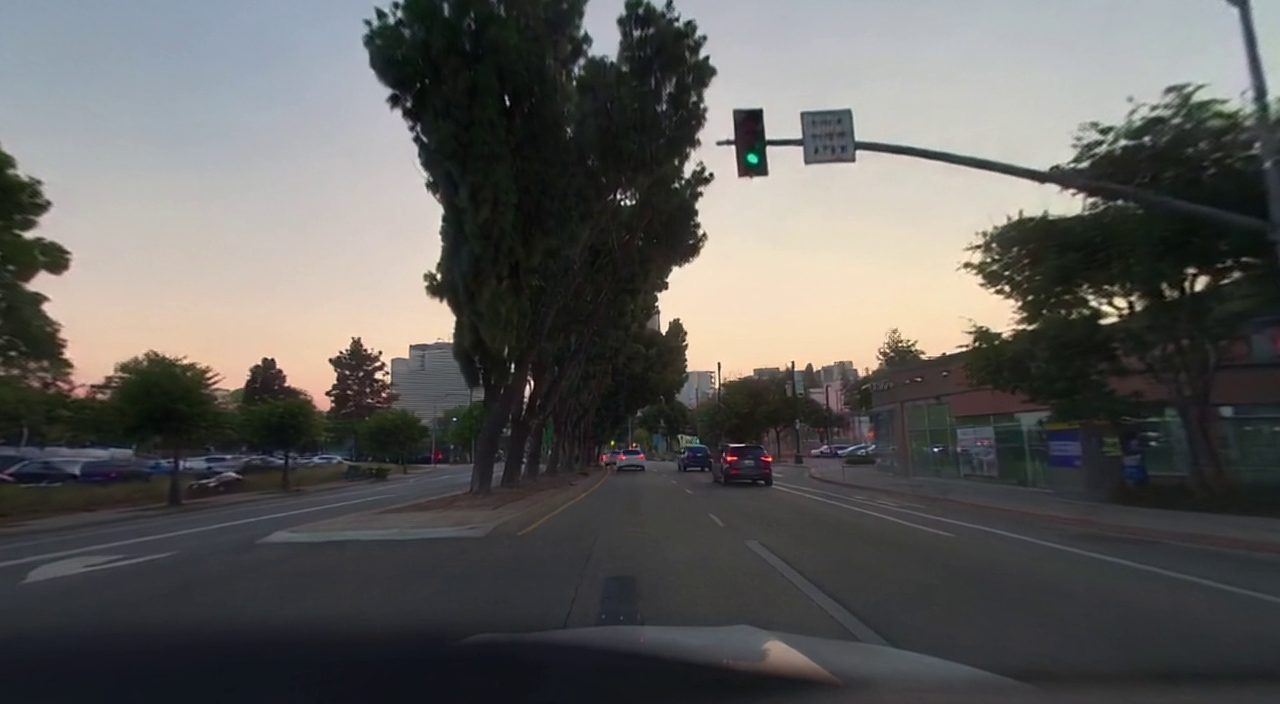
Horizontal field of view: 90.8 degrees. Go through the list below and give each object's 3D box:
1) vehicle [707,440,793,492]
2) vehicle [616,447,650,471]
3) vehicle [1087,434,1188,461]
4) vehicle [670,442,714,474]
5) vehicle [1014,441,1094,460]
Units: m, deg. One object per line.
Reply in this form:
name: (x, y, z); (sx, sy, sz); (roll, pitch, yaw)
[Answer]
vehicle: (3.661, 3.882, 21.808); (1.966, 1.596, 3.980); (0, -9, -5)
vehicle: (-0.533, 7.083, 42.101); (2.068, 1.512, 3.987); (0, -8, -3)
vehicle: (32.979, 6.361, 41.974); (4.894, 1.710, 2.075); (0, -8, -1)
vehicle: (3.099, 6.433, 38.587); (2.046, 1.768, 4.370); (0, -8, -3)
vehicle: (32.629, 7.776, 49.898); (4.860, 1.461, 2.041); (-1, -9, 0)
